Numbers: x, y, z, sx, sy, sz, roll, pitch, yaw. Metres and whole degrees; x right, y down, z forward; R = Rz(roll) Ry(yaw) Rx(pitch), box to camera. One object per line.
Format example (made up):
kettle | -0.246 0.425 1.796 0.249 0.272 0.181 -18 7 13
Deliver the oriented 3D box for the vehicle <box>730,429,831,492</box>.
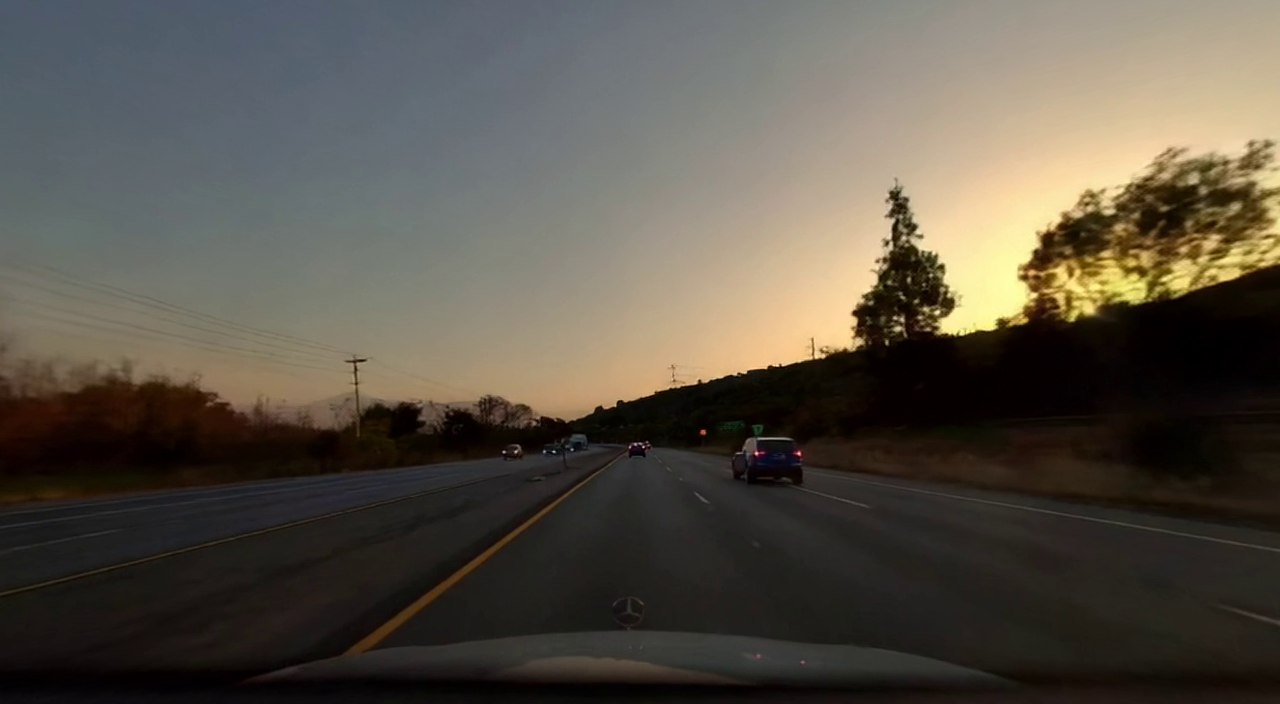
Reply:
vehicle | 3.921 3.104 18.300 2.037 1.609 4.036 0 -8 1

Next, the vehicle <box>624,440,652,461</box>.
vehicle | -0.112 7.404 47.391 2.009 1.554 4.013 0 -8 1
